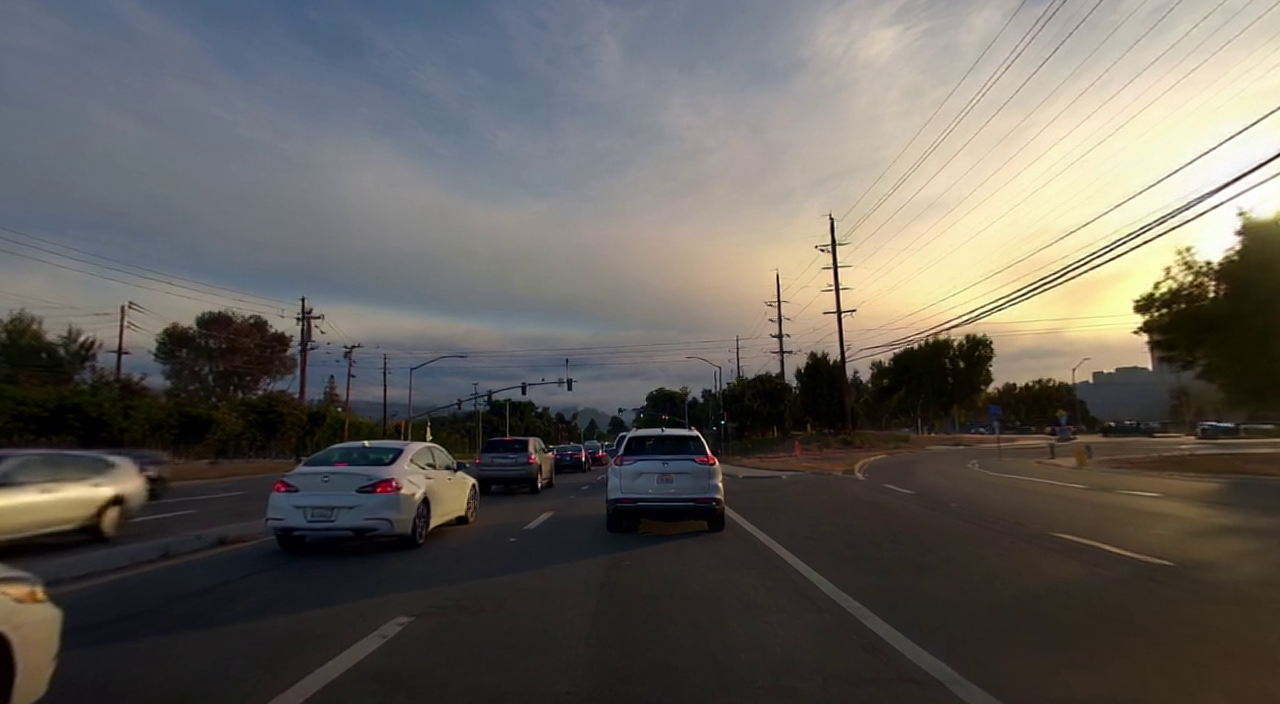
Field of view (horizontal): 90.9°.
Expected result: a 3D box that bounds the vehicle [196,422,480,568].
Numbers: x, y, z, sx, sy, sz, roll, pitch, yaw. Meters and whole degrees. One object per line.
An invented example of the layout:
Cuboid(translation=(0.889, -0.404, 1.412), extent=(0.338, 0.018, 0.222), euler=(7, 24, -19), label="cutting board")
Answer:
Cuboid(translation=(-3.807, 1.862, 8.926), extent=(1.999, 1.563, 4.007), euler=(0, -9, 0), label="vehicle")

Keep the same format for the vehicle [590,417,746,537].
Cuboid(translation=(0.436, 2.077, 11.001), extent=(2.205, 1.691, 3.937), euler=(0, -9, 1), label="vehicle")

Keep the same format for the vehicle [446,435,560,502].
Cuboid(translation=(-3.615, 3.165, 17.554), extent=(2.018, 1.621, 4.441), euler=(-1, -9, 2), label="vehicle")

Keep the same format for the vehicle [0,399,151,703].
Cuboid(translation=(-3.764, 0.707, 1.029), extent=(2.051, 1.488, 4.806), euler=(0, -9, 0), label="vehicle")
